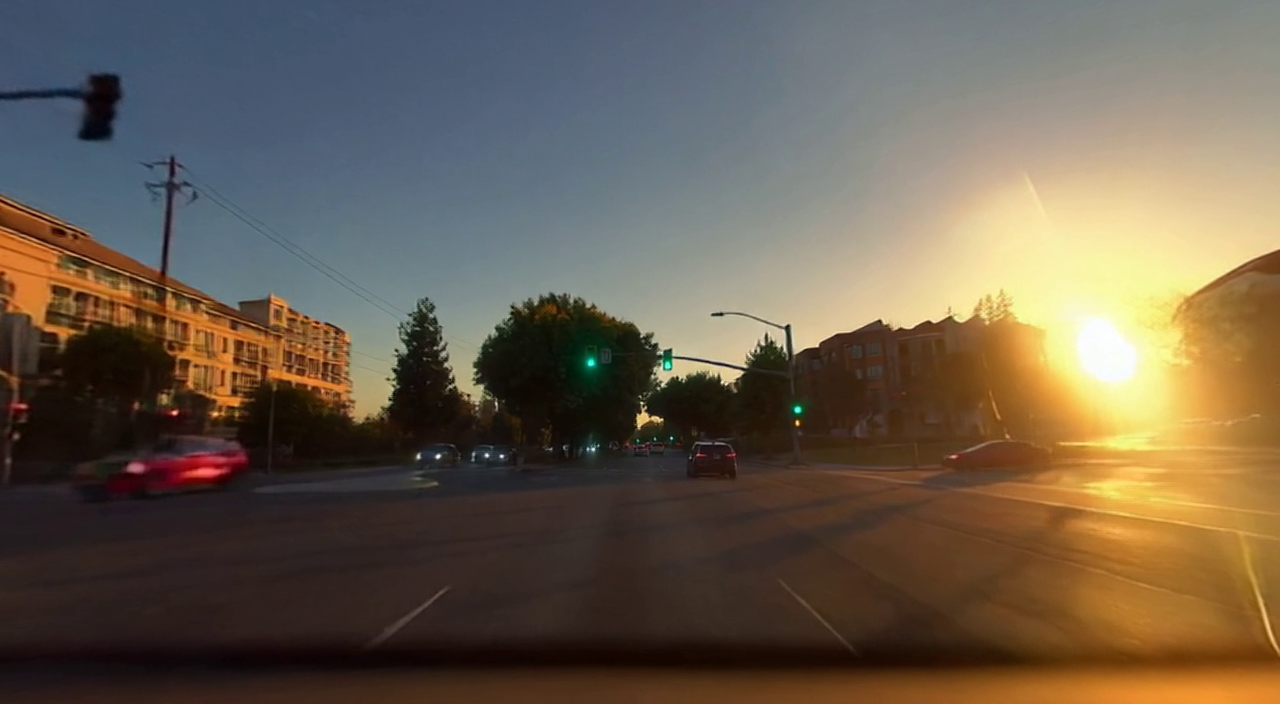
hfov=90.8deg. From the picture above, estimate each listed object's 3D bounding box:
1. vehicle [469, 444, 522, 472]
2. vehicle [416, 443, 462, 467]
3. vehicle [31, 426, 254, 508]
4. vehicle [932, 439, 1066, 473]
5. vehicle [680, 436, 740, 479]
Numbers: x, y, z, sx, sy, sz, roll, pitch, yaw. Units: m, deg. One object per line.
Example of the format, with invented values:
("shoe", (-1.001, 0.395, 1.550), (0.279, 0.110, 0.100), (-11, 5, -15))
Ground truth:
("vehicle", (-8.057, 5.942, 35.735), (1.963, 1.472, 4.584), (0, -9, 0))
("vehicle", (-15.435, 7.934, 48.744), (2.021, 1.786, 4.624), (0, -9, 0))
("vehicle", (-12.263, 2.855, 16.095), (1.951, 1.759, 4.518), (0, -9, 0))
("vehicle", (16.422, 4.791, 29.142), (4.839, 1.490, 2.134), (-1, -9, 5))
("vehicle", (3.034, 4.698, 28.351), (2.069, 1.761, 4.610), (0, -9, -1))
